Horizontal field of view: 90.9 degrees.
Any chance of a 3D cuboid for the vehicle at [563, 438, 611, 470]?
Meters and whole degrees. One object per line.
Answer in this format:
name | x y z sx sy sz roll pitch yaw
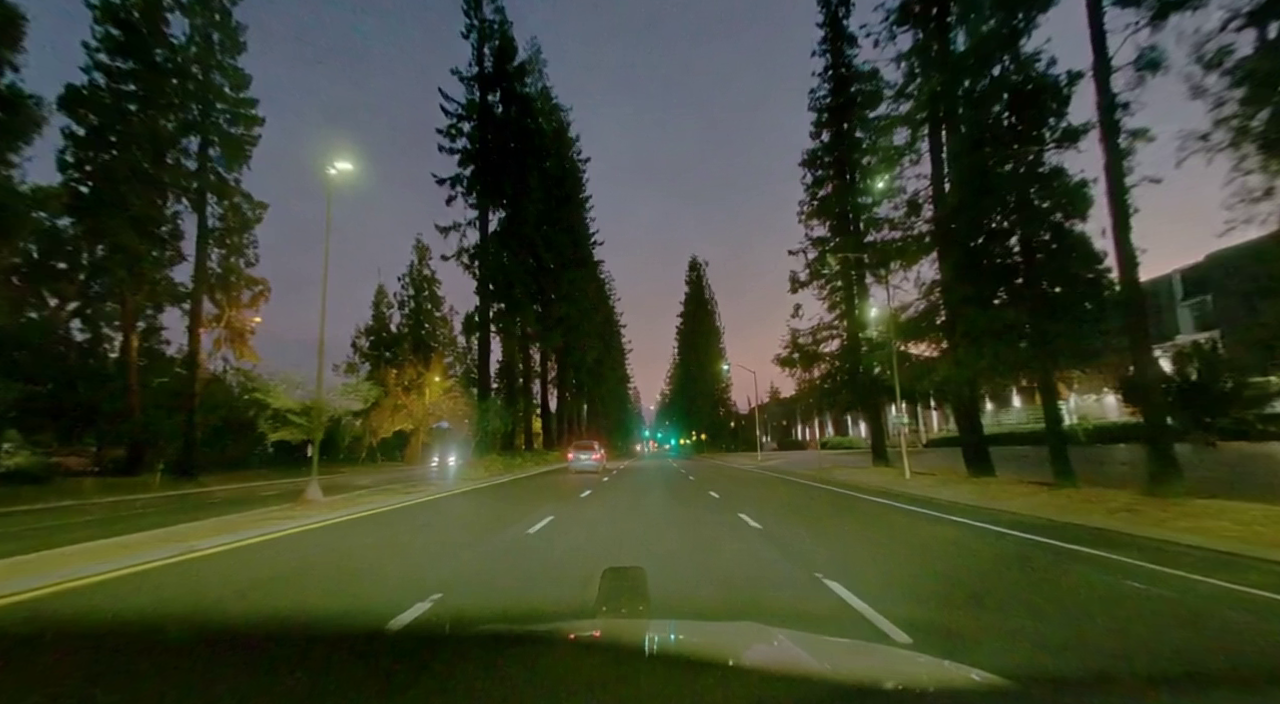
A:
vehicle | -2.961 5.845 36.216 2.283 1.716 4.395 0 -8 2
